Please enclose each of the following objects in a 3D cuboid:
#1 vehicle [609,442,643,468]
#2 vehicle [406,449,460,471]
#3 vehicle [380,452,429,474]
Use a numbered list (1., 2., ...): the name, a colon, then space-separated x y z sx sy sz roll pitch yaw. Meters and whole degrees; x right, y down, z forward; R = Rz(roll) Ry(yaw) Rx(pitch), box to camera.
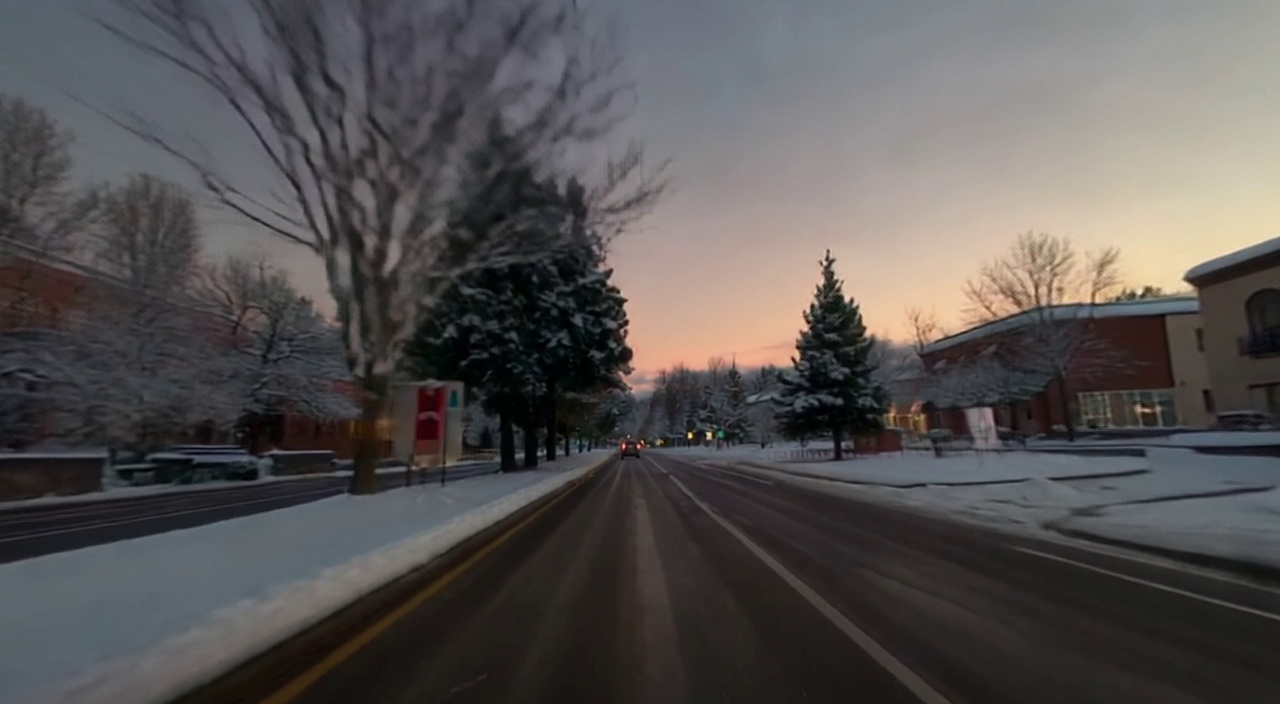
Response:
1. vehicle: -0.890 6.417 39.607 2.045 1.510 3.690 0 -9 -2
2. vehicle: -16.040 8.375 49.182 2.098 1.524 5.102 -1 -9 5
3. vehicle: -16.233 7.643 43.744 1.792 1.413 4.452 0 -9 -2
